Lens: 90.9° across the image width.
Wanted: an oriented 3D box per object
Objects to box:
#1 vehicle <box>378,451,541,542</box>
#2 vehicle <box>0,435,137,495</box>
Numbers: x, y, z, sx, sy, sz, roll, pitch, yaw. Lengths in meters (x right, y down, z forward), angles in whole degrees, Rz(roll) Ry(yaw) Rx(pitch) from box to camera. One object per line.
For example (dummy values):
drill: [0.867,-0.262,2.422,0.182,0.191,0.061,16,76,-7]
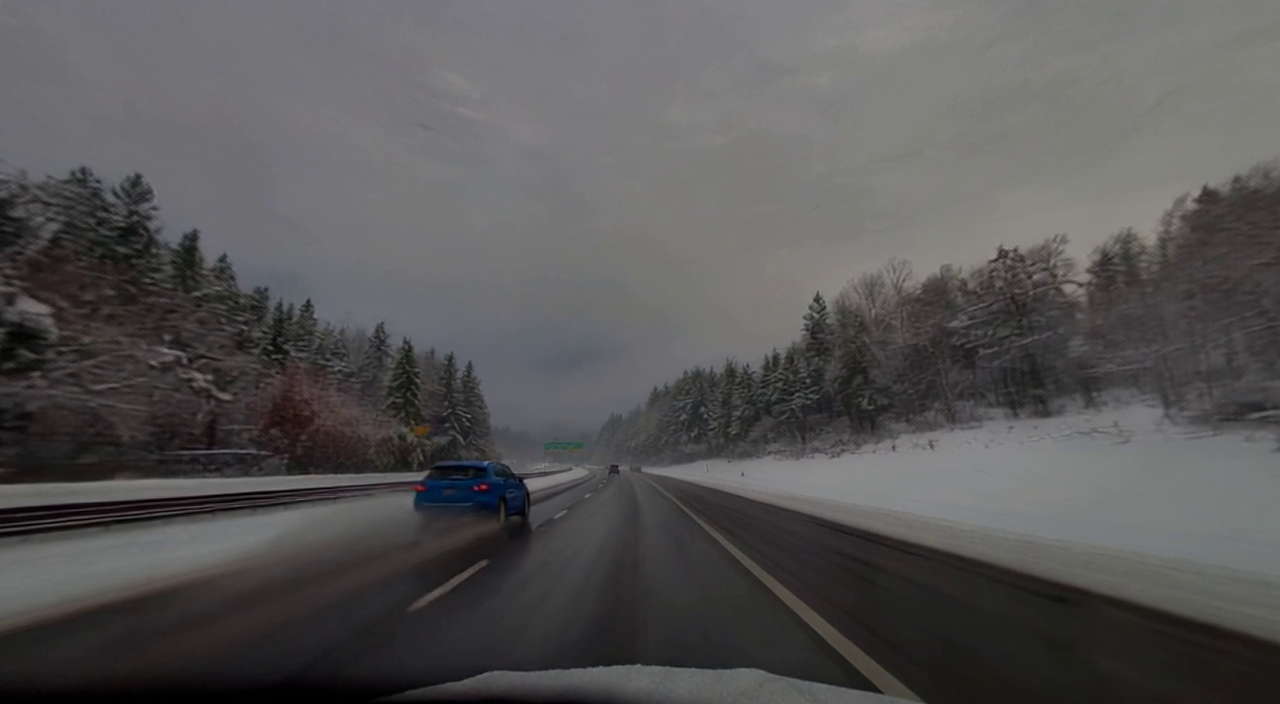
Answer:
vehicle: [-3.309,2.762,12.412,2.040,1.465,3.744,1,-11,0]
vehicle: [-17.329,3.282,18.301,1.872,1.501,4.234,1,-11,0]
